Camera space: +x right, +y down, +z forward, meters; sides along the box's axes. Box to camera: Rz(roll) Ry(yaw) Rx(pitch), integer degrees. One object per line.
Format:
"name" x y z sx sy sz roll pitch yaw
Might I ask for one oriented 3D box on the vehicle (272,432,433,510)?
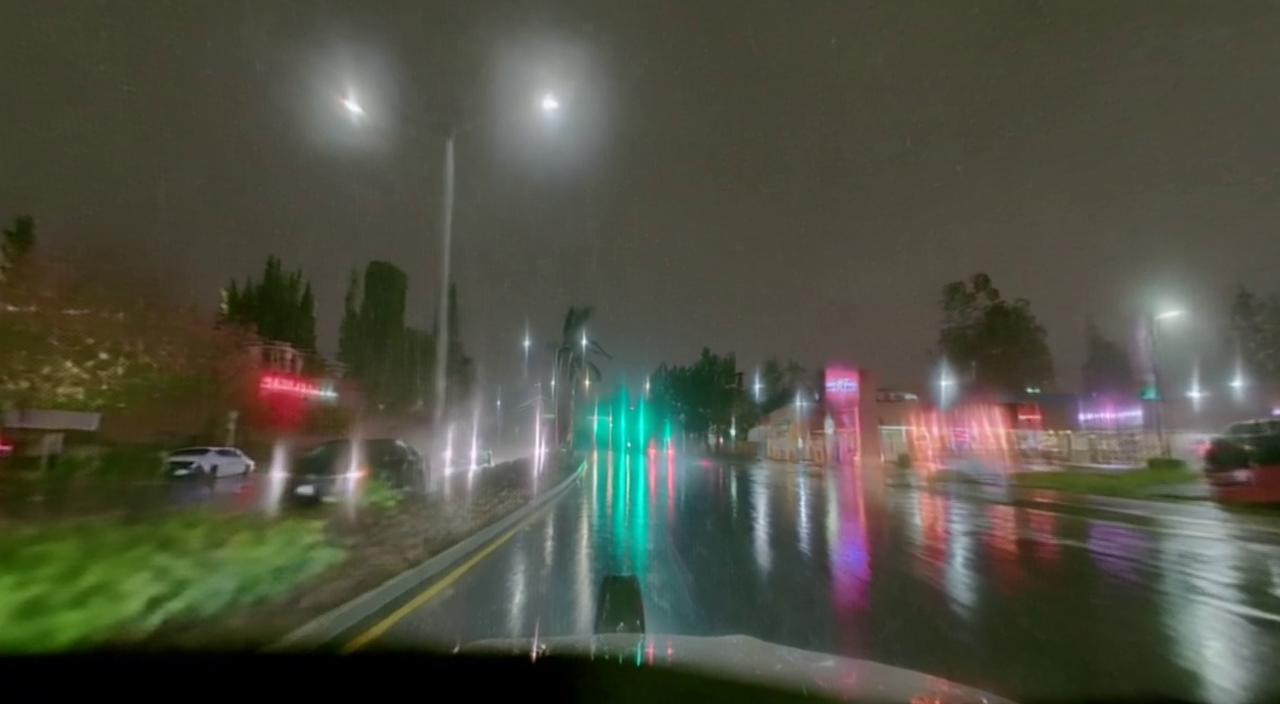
"vehicle" -6.875 2.849 15.890 2.180 1.556 5.130 2 -7 -7

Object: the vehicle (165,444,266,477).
"vehicle" -20.364 5.198 30.575 2.068 1.408 4.399 -1 -8 -3

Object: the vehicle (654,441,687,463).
"vehicle" 2.157 7.202 45.710 1.913 1.473 4.360 0 -8 -4

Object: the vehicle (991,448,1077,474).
"vehicle" 24.326 6.691 39.006 4.458 1.465 1.875 2 -9 -15

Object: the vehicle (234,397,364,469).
"vehicle" -20.602 5.072 39.060 3.154 3.917 9.345 0 -8 -3
